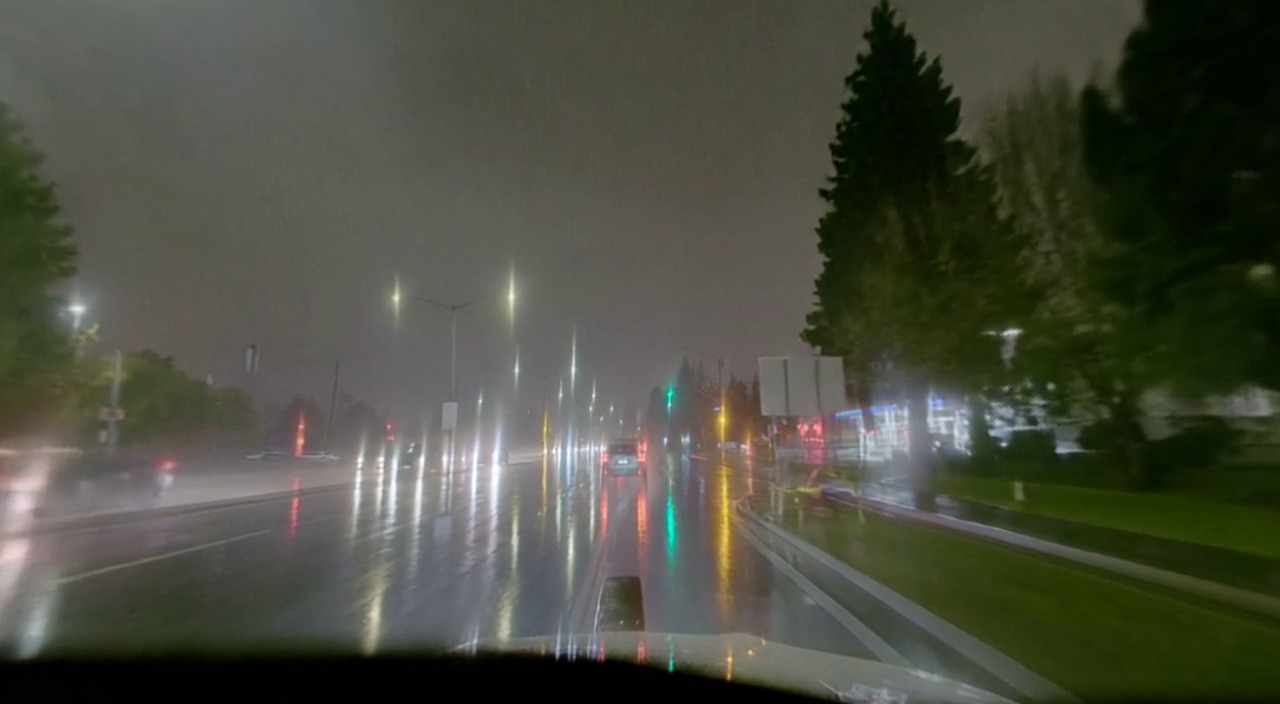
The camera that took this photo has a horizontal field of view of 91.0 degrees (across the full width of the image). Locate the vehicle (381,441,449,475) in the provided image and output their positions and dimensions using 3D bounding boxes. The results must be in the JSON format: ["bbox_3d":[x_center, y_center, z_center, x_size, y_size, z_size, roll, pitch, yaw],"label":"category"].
[{"bbox_3d":[-12.067,5.708,34.074,1.999,1.695,4.334,0,-8,1],"label":"vehicle"}]

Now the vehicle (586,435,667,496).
[{"bbox_3d":[-0.364,3.197,18.210,2.062,1.519,4.214,1,-8,0],"label":"vehicle"}]

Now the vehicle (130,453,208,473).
[{"bbox_3d":[-36.927,8.715,49.420,4.377,1.521,1.965,2,-8,-8],"label":"vehicle"}]

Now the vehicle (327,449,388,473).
[{"bbox_3d":[-19.621,7.563,43.982,1.961,1.504,4.682,0,-8,1],"label":"vehicle"}]
